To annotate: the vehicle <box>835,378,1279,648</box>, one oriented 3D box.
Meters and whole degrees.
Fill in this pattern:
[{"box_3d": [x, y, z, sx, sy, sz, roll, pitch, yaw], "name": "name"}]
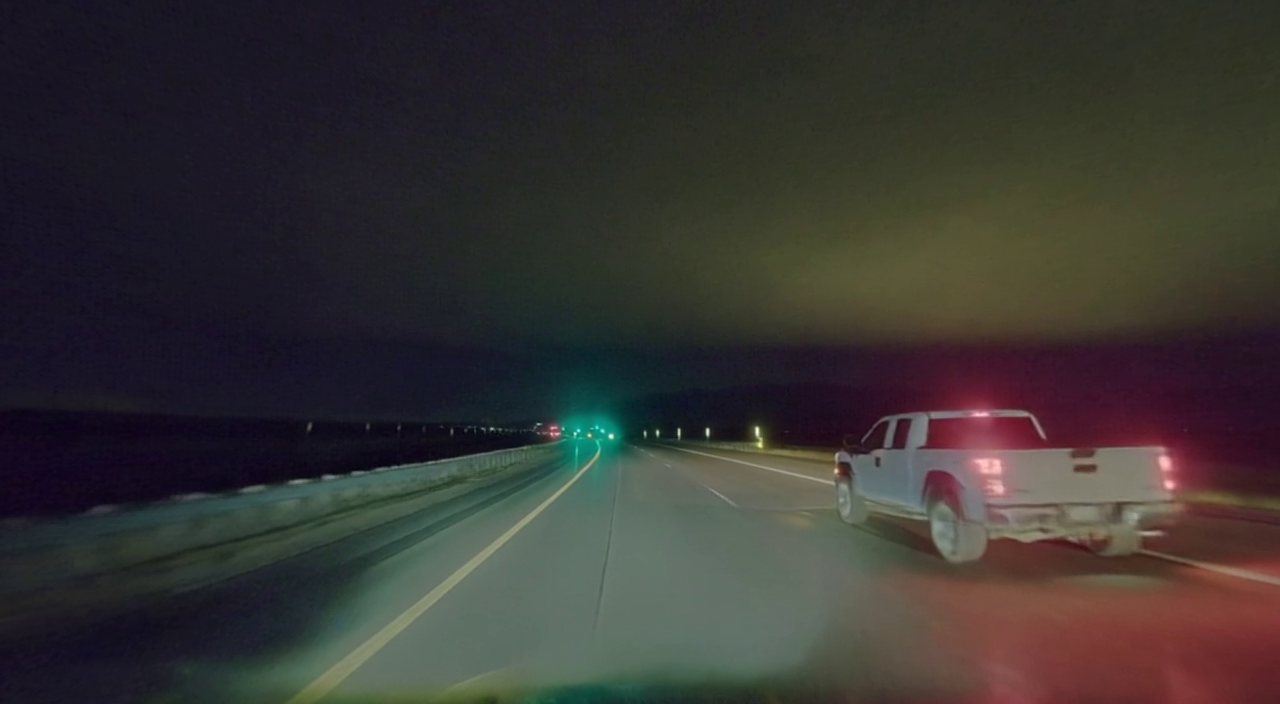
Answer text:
[{"box_3d": [3.553, 1.266, 6.034, 1.941, 1.655, 4.137, 0, -8, -1], "name": "vehicle"}]
